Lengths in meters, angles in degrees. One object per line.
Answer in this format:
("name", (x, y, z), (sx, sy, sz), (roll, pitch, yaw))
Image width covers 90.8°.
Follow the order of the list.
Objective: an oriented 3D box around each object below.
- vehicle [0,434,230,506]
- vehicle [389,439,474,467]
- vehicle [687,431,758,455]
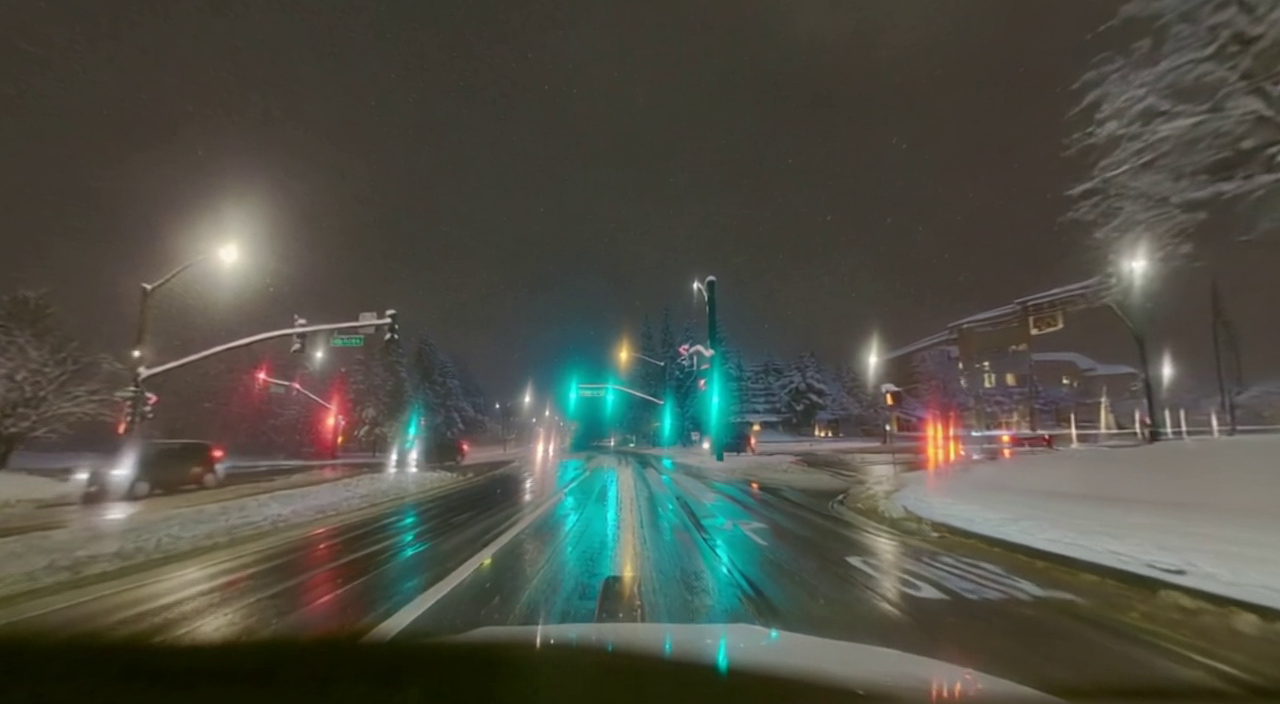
("vehicle", (-13.306, 2.986, 16.432), (2.111, 1.598, 4.359), (-1, -9, 5))
("vehicle", (-12.321, 5.996, 37.598), (1.912, 1.500, 4.577), (-6, -10, 32))
("vehicle", (5.790, 6.360, 44.226), (4.572, 1.599, 1.938), (4, -9, -24))
